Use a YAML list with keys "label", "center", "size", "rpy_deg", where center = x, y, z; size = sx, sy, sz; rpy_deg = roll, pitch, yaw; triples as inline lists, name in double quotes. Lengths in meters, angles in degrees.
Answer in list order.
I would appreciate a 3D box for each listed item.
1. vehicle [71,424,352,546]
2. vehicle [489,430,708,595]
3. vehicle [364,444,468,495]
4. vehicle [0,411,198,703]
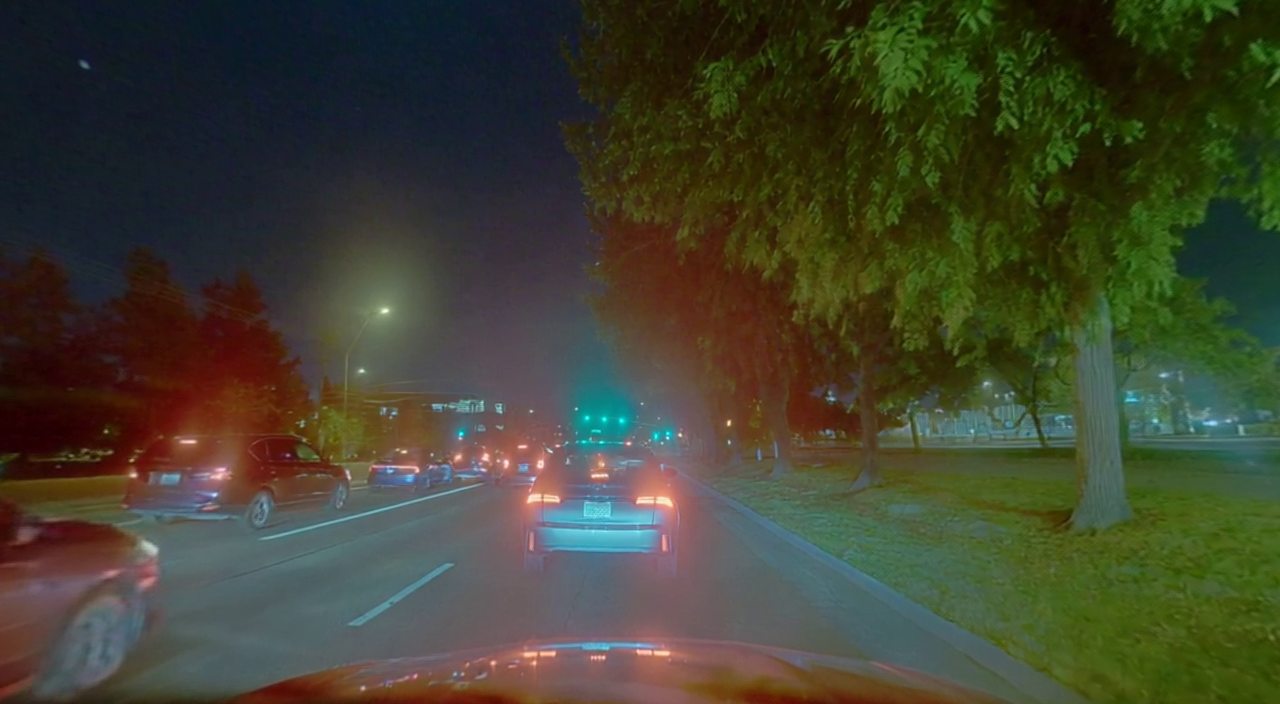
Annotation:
- label: "vehicle"
  center: [-7.314, 2.284, 11.508]
  size: [2.068, 1.784, 4.224]
  rpy_deg: [0, -9, 1]
- label: "vehicle"
  center: [-0.398, 1.817, 8.024]
  size: [2.066, 1.544, 3.954]
  rpy_deg: [0, -9, 0]
- label: "vehicle"
  center: [-7.366, 3.884, 21.273]
  size: [1.851, 1.532, 4.279]
  rpy_deg: [0, -9, 1]
- label: "vehicle"
  center: [-4.018, 0.893, 1.976]
  size: [1.913, 1.521, 4.539]
  rpy_deg: [0, -9, 1]
